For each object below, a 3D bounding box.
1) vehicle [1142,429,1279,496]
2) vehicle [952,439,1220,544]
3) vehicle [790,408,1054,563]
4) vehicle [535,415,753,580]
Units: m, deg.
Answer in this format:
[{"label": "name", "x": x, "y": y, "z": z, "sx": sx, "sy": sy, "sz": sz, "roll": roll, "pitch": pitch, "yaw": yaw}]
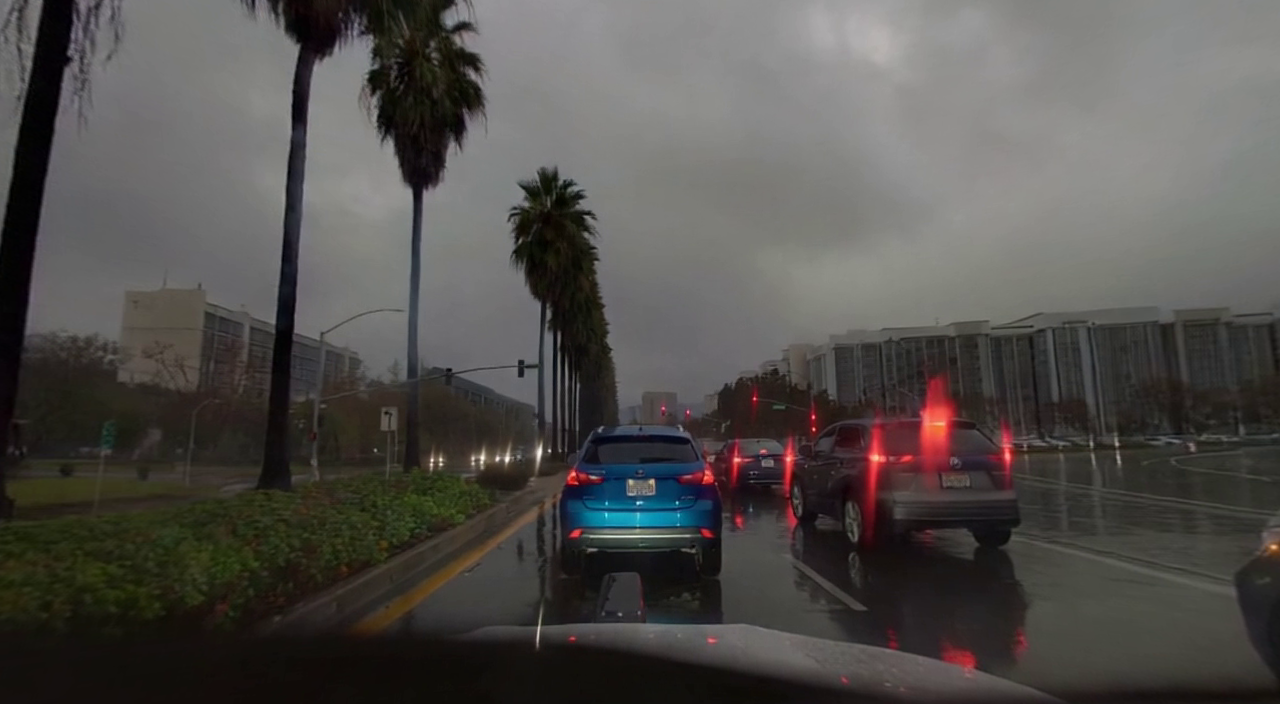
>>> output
[{"label": "vehicle", "x": 18.043, "y": 3.207, "z": 18.506, "sx": 4.786, "sy": 1.848, "sz": 2.107, "roll": 0, "pitch": -9, "yaw": -1}, {"label": "vehicle", "x": 7.365, "y": 2.294, "z": 11.055, "sx": 1.832, "sy": 1.477, "sz": 3.981, "roll": 0, "pitch": -9, "yaw": 1}, {"label": "vehicle", "x": 3.671, "y": 1.819, "z": 9.252, "sx": 1.947, "sy": 1.725, "sz": 4.159, "roll": 0, "pitch": -9, "yaw": 1}, {"label": "vehicle", "x": 0.031, "y": 1.706, "z": 8.133, "sx": 2.083, "sy": 1.572, "sz": 4.021, "roll": 0, "pitch": -9, "yaw": 0}]
